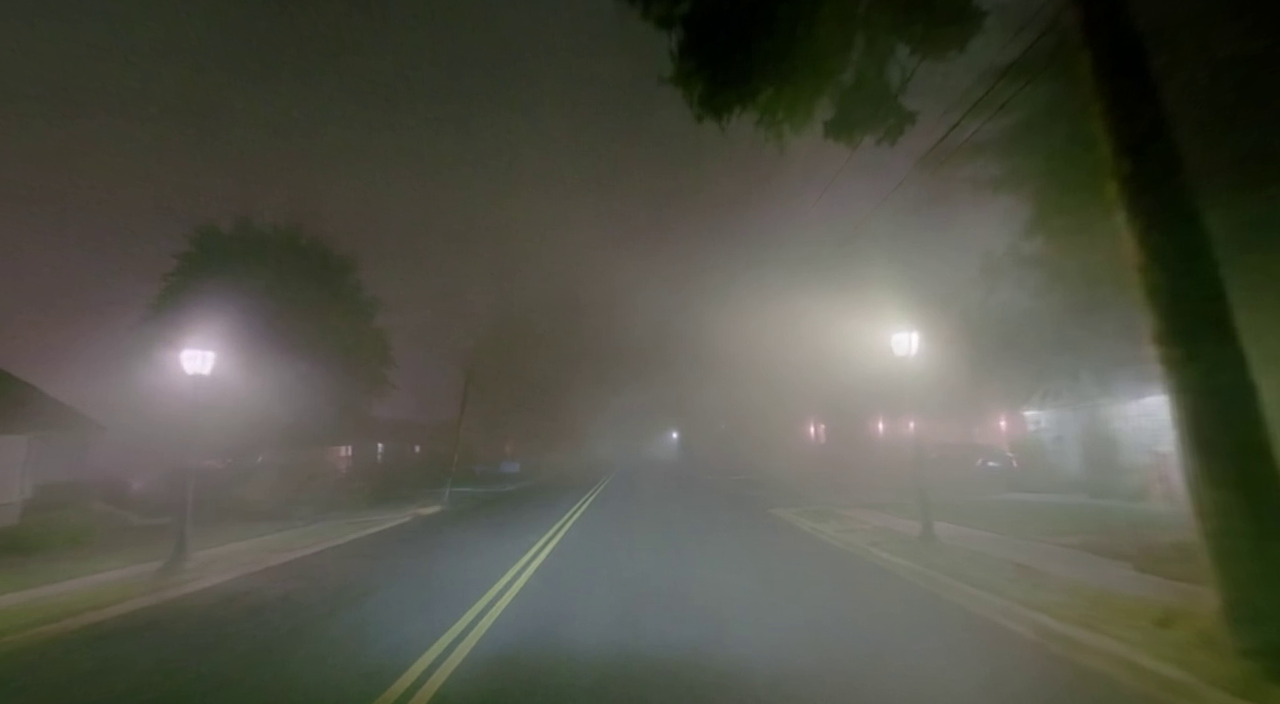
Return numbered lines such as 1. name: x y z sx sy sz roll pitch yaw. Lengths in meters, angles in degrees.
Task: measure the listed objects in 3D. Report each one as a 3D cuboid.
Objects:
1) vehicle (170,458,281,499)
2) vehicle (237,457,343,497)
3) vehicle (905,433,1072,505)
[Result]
1. vehicle: -17.839 5.422 27.376 1.903 1.500 4.214 0 -8 1
2. vehicle: -14.986 5.336 27.313 1.830 1.495 4.641 0 -8 1
3. vehicle: 8.674 2.873 16.190 1.806 1.496 4.164 0 -6 -2
